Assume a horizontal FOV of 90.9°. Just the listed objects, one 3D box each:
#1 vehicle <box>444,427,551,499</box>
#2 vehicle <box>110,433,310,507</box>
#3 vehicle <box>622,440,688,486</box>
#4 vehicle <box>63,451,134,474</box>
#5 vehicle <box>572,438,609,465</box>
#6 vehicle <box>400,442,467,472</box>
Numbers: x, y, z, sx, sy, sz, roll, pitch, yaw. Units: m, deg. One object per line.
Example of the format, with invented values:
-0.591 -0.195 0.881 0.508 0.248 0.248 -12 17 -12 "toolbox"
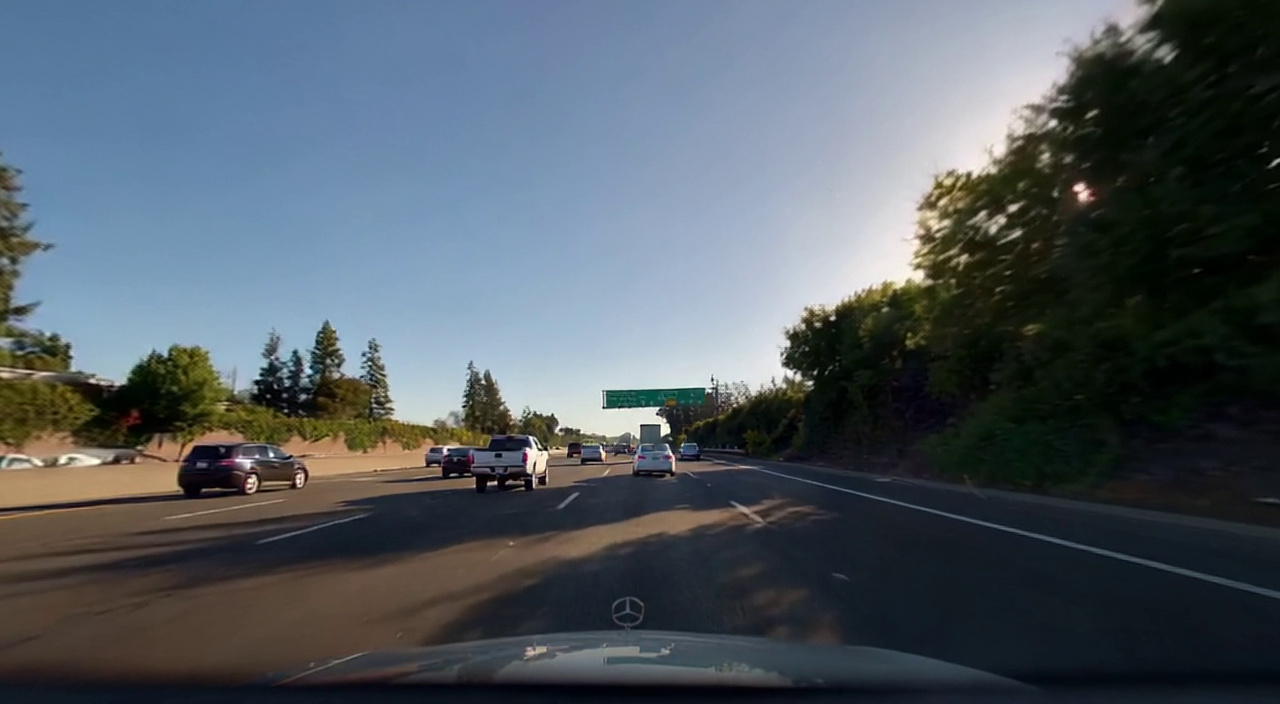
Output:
-3.728 2.977 17.330 1.903 1.721 4.210 0 -8 1 "vehicle"
-10.592 2.909 16.036 1.941 1.602 4.277 0 -8 2 "vehicle"
0.477 3.732 21.597 2.054 1.421 4.090 0 -8 0 "vehicle"
-36.045 7.345 42.050 1.541 1.414 3.511 0 -8 1 "vehicle"
-3.084 6.291 39.986 1.897 1.646 4.049 0 -8 1 "vehicle"
-10.730 5.464 33.128 1.902 1.478 4.505 0 -8 1 "vehicle"
